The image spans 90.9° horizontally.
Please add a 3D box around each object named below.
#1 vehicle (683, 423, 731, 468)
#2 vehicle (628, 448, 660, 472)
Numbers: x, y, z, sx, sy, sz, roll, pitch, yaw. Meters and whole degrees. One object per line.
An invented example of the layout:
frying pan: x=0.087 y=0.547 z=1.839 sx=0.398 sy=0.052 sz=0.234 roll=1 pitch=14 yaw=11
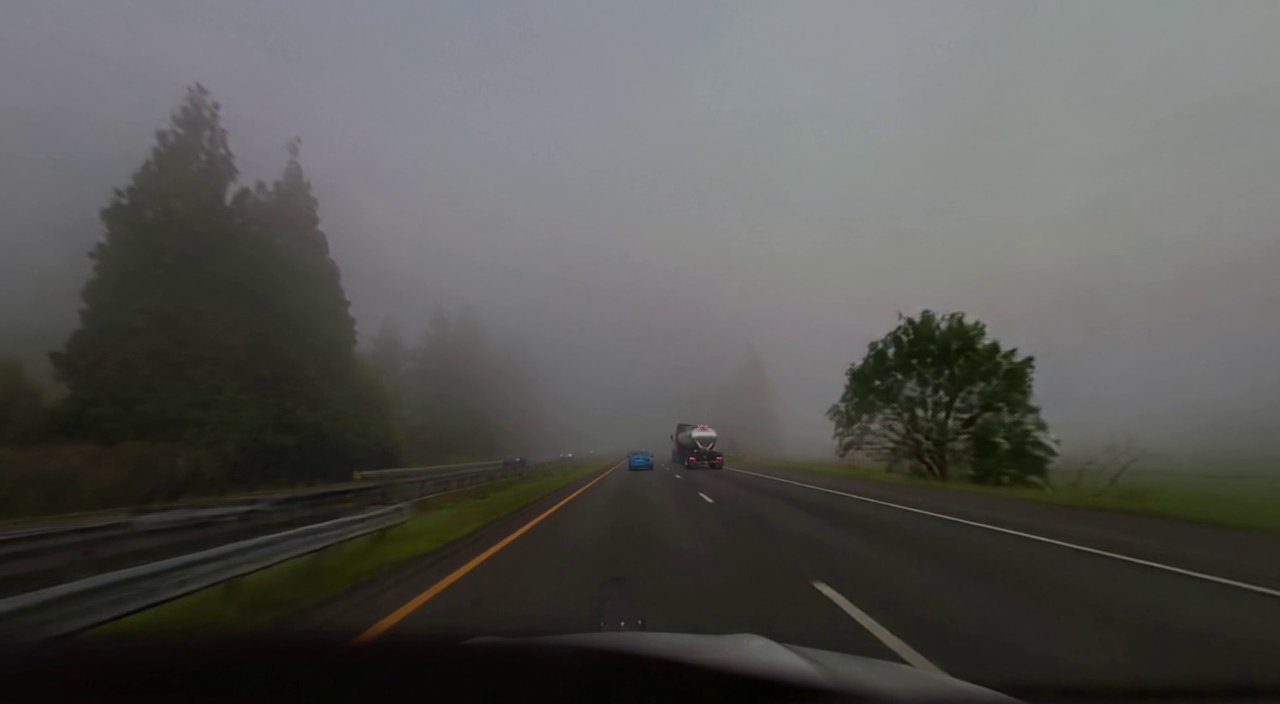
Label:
vehicle: x=4.892 y=7.037 z=47.274 sx=2.718 sy=3.034 sz=7.395 roll=0 pitch=-9 yaw=0
vehicle: x=0.227 y=6.749 z=39.443 sx=1.926 sy=1.386 sz=3.615 roll=0 pitch=-9 yaw=0
